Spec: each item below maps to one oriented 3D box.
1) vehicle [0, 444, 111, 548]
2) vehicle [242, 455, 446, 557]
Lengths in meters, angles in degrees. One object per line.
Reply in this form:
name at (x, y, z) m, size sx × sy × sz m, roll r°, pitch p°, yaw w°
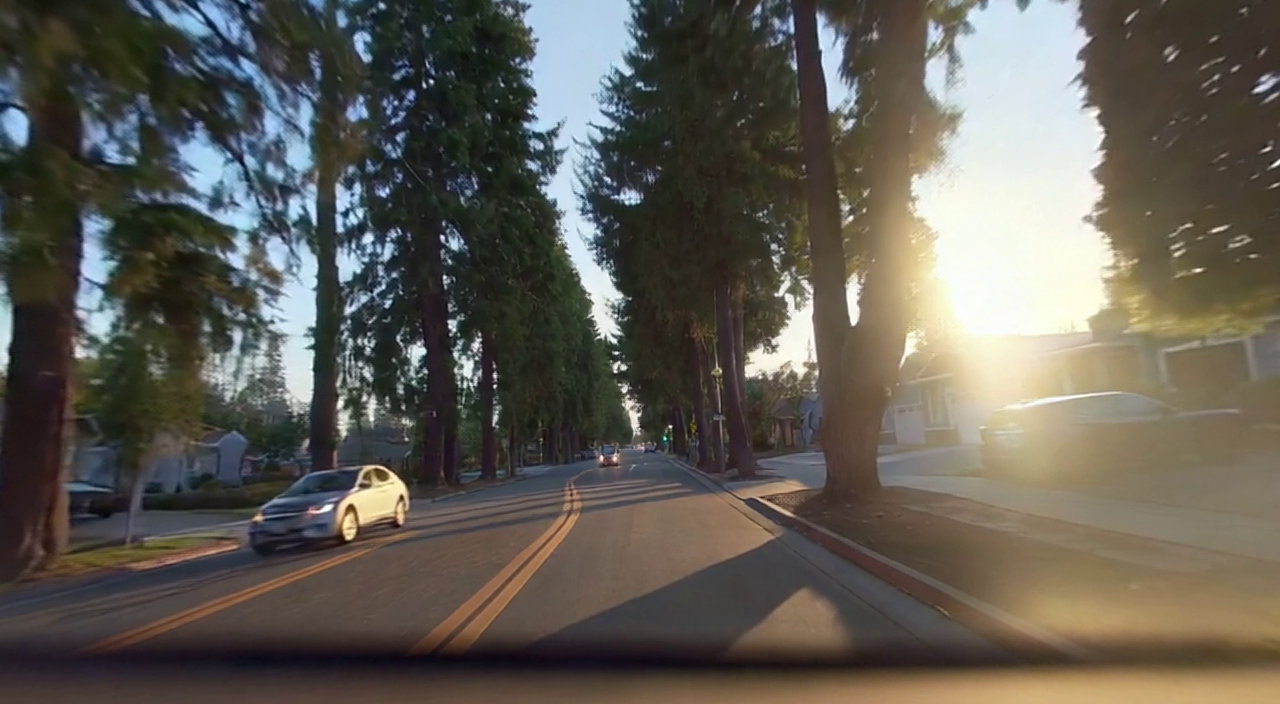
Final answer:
vehicle at (-16.881, 3.334, 15.150) m, size 5.969 × 2.158 × 2.643 m, roll 0°, pitch -7°, yaw 2°
vehicle at (-5.701, 2.958, 12.845) m, size 1.956 × 1.452 × 4.426 m, roll -6°, pitch -9°, yaw 1°
